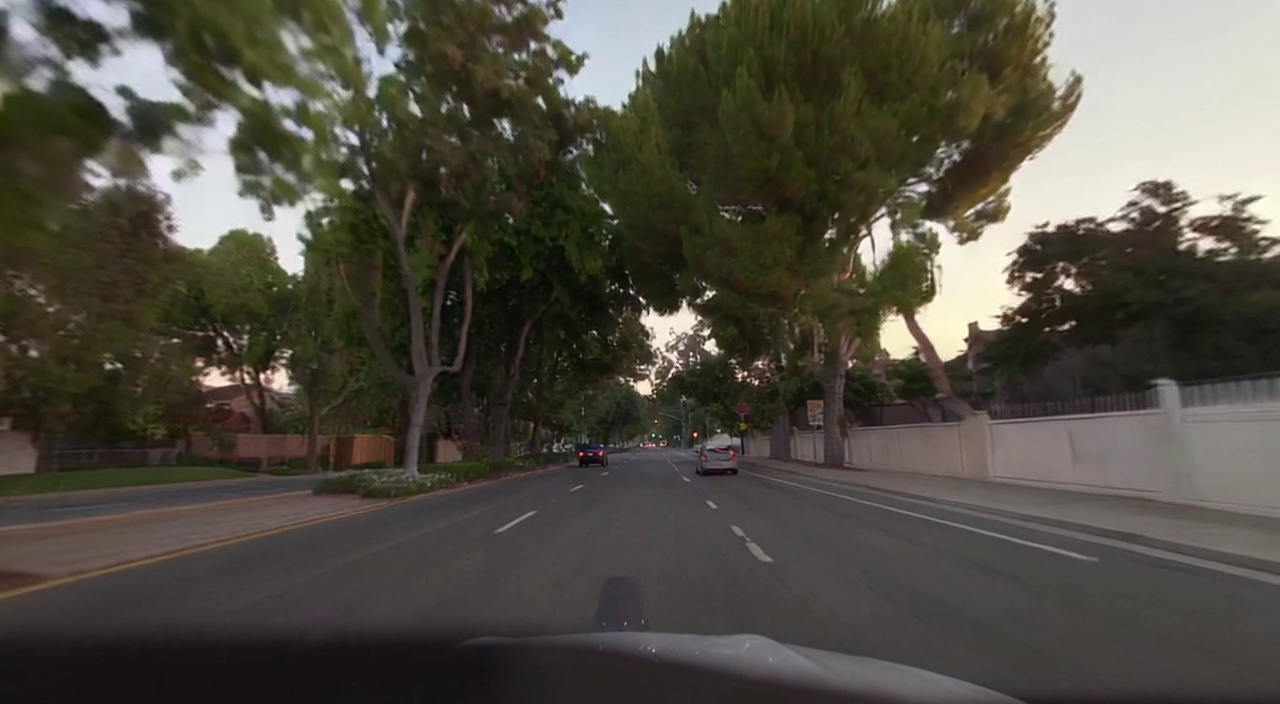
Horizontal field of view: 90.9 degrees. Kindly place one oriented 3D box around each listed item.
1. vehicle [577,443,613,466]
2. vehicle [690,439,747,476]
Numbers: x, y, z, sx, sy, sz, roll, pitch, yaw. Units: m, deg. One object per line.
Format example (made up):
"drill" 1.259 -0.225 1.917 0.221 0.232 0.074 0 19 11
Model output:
"vehicle" -3.036 7.050 43.488 2.011 1.480 4.517 0 -9 2
"vehicle" 3.453 4.752 28.584 1.992 1.511 4.464 0 -9 0
